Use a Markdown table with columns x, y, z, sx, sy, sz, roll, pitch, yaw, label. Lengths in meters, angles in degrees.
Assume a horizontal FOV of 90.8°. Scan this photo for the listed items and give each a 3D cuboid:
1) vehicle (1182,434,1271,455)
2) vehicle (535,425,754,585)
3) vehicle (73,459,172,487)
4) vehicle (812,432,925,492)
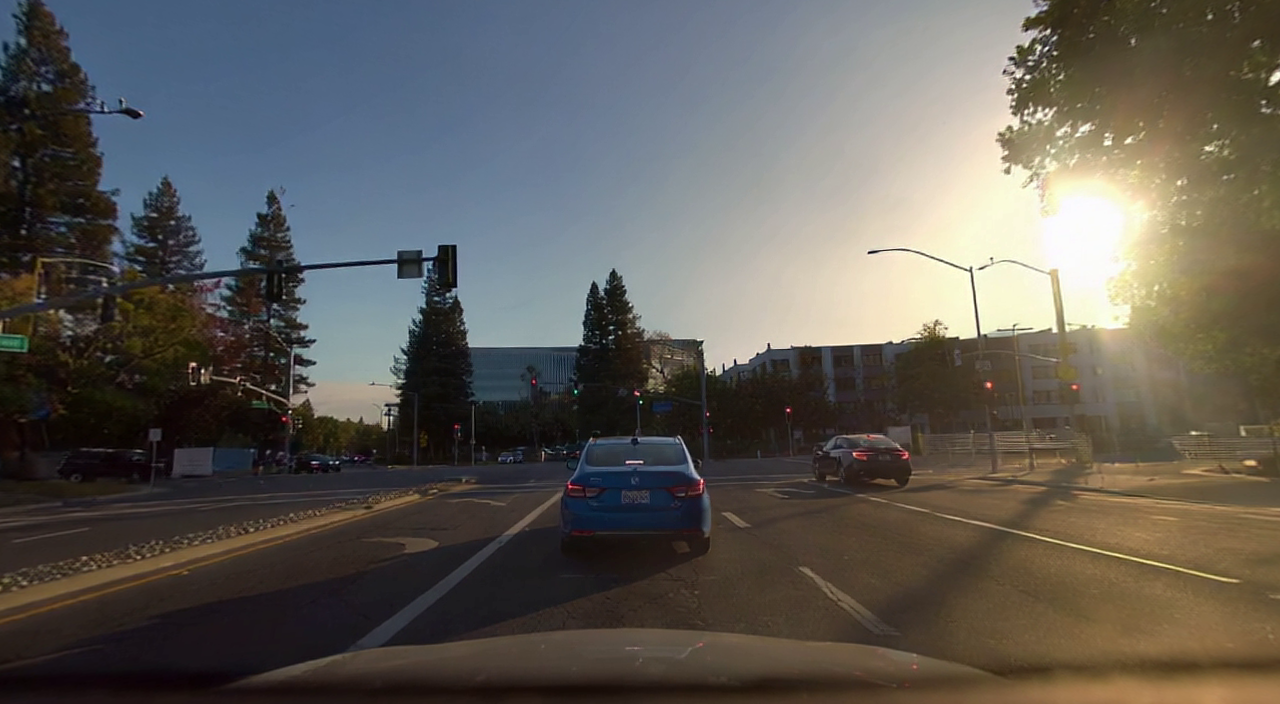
| x | y | z | sx | sy | sz | roll | pitch | yaw | label |
| --- | --- | --- | --- | --- | --- | --- | --- | --- | --- |
| 41.958 | 6.637 | 45.236 | 4.563 | 1.454 | 2.056 | 1 | -8 | -6 | vehicle |
| -0.017 | 1.762 | 8.143 | 2.070 | 1.488 | 4.206 | 0 | -8 | -2 | vehicle |
| -32.385 | 7.549 | 39.645 | 4.401 | 1.625 | 1.863 | 0 | -8 | -4 | vehicle |
| 7.053 | 3.440 | 20.076 | 2.039 | 1.692 | 4.319 | 0 | -8 | 1 | vehicle |
